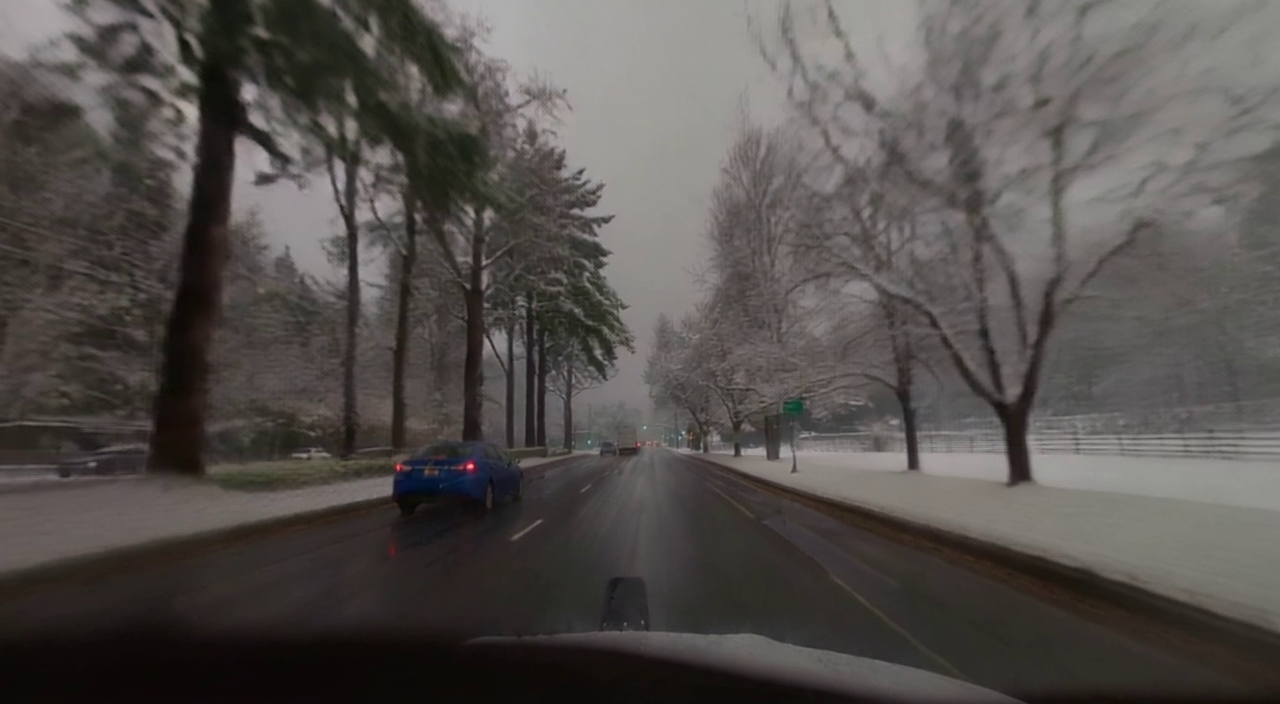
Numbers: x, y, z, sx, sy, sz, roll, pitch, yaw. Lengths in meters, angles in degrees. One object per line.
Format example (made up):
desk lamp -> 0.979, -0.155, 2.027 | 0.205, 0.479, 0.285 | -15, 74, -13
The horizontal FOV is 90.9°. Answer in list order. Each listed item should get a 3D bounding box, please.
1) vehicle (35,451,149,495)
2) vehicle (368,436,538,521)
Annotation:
vehicle -> -31.819, 6.988, 36.863 | 2.223, 1.991, 5.316 | -5, -7, -4
vehicle -> -3.625, 2.525, 13.240 | 2.033, 1.454, 4.512 | -1, -8, 2
